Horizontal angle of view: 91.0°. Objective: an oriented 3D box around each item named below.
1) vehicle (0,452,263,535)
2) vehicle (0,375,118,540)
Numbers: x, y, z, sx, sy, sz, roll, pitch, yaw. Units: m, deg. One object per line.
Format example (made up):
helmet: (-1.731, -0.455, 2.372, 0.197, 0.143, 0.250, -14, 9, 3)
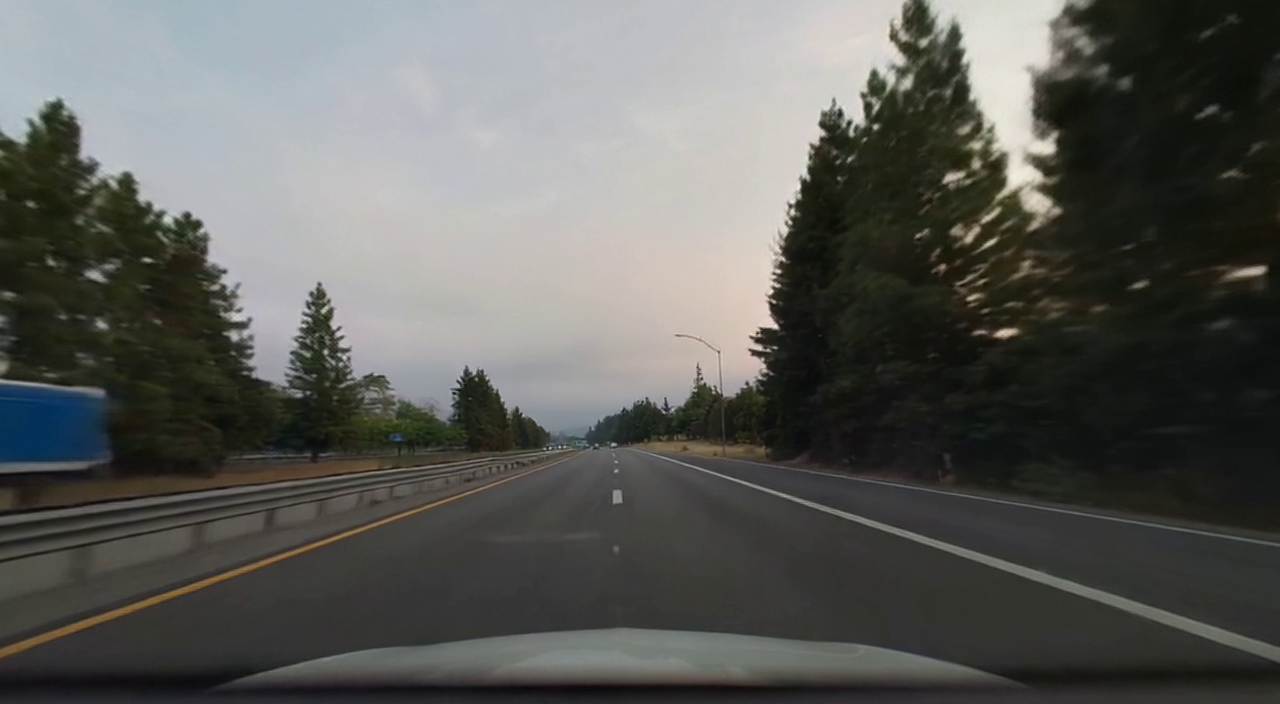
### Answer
vehicle: (-15.459, 3.919, 18.836, 2.738, 1.680, 9.650, 0, -8, -2)
vehicle: (-15.262, 1.984, 11.545, 2.767, 3.576, 10.408, 0, -8, -2)
